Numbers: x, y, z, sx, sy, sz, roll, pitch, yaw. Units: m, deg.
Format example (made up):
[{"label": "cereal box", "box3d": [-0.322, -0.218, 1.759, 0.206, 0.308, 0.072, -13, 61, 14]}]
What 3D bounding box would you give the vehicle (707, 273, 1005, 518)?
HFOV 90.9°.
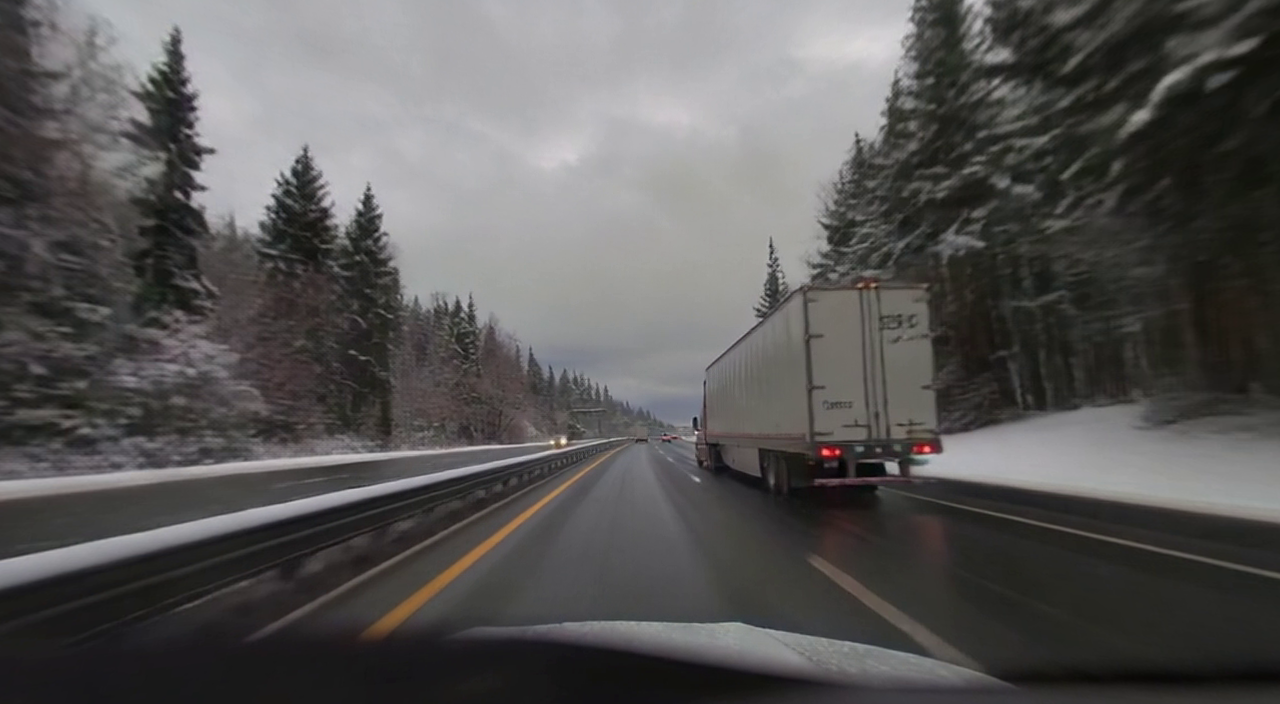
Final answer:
[{"label": "vehicle", "box3d": [4.229, 1.566, 17.249, 2.951, 4.007, 13.976, 0, -7, -1]}]
